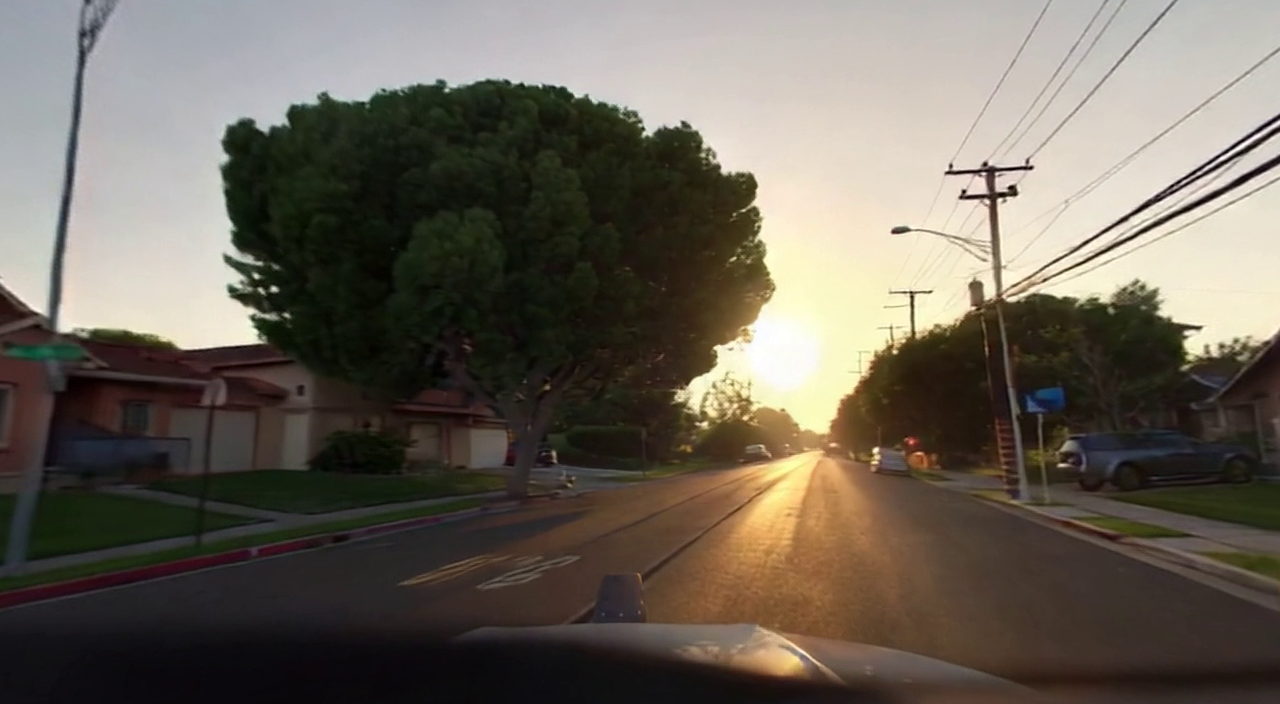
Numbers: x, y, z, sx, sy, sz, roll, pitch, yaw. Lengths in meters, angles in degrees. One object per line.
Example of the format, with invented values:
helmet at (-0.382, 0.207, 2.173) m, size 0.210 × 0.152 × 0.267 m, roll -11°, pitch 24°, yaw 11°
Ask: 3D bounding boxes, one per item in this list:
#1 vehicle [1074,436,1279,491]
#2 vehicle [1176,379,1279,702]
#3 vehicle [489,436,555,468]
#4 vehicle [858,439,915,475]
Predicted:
vehicle at (15.980, 3.268, 18.727) m, size 4.625 × 1.501 × 2.011 m, roll -3°, pitch -9°, yaw 16°
vehicle at (4.064, 0.793, 1.795) m, size 2.067 × 1.747 × 4.522 m, roll -3°, pitch -9°, yaw 16°
vehicle at (-7.157, 6.176, 38.985) m, size 2.034 × 1.829 × 5.161 m, roll -3°, pitch -10°, yaw 14°
vehicle at (13.685, 5.817, 35.403) m, size 2.114 × 1.858 × 5.144 m, roll -2°, pitch -9°, yaw 12°
